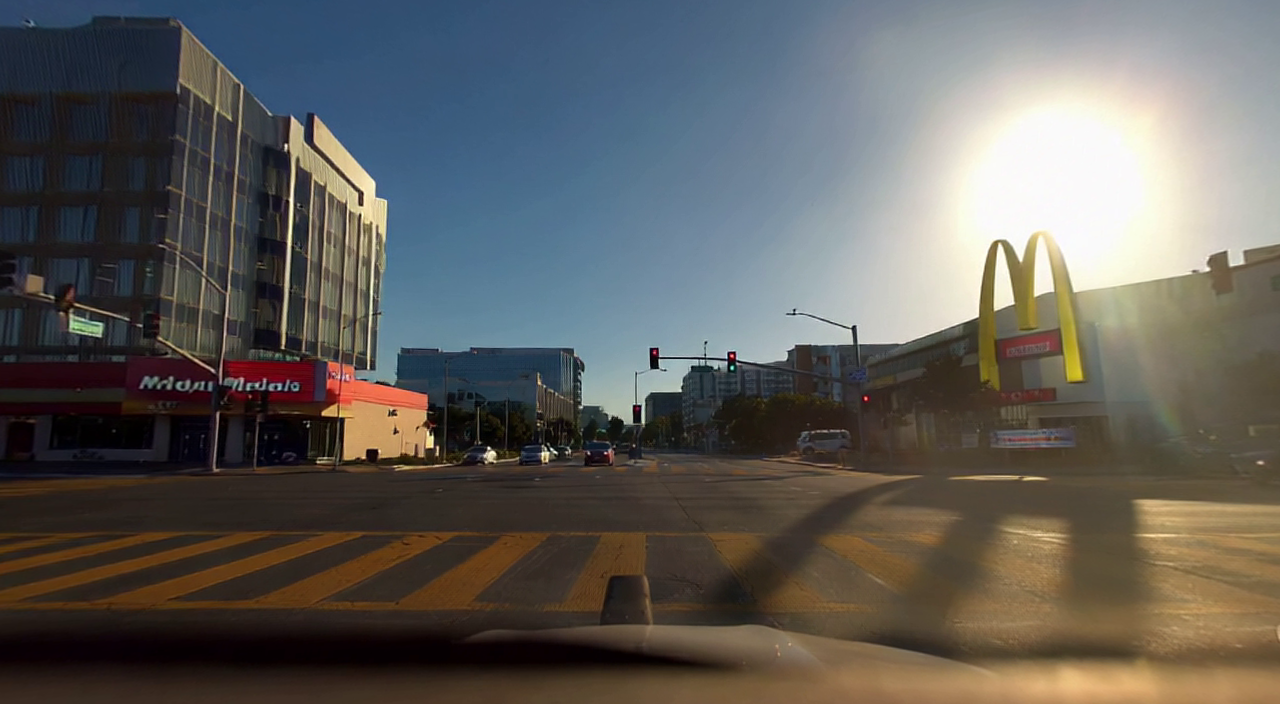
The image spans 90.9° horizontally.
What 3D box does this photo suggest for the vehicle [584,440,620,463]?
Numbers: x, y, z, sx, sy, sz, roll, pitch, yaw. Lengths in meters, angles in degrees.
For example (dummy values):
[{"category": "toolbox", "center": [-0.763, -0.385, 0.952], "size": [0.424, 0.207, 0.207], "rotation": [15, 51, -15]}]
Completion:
[{"category": "vehicle", "center": [-2.512, 6.699, 42.491], "size": [2.104, 1.468, 4.195], "rotation": [0, -8, 1]}]
